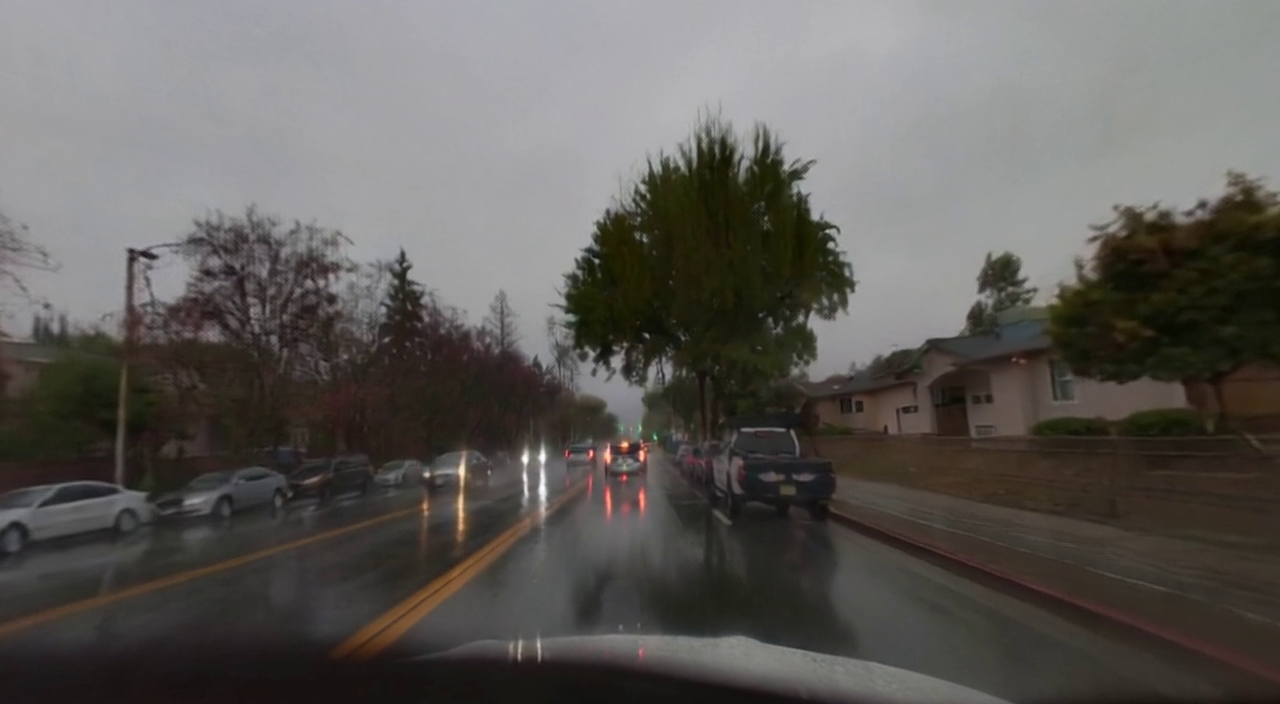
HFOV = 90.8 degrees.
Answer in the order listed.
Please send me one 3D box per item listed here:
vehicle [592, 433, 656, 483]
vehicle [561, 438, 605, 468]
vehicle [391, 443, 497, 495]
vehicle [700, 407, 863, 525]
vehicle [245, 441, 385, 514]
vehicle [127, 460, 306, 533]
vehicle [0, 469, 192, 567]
[{"bbox_3d":[-0.543,3.710,22.411,2.041,1.575,4.304,0,-8,-1],"label":"vehicle"},{"bbox_3d":[-3.095,5.634,35.387,2.117,1.528,4.277,0,-8,-1],"label":"vehicle"},{"bbox_3d":[-6.442,3.856,21.405,1.998,1.518,4.817,-1,-8,1],"label":"vehicle"},{"bbox_3d":[2.492,2.167,12.529,2.119,1.884,4.567,0,-8,0],"label":"vehicle"},{"bbox_3d":[-12.277,4.684,24.509,2.249,2.093,6.297,-8,-7,-3],"label":"vehicle"},{"bbox_3d":[-12.112,4.112,18.610,2.047,1.497,4.949,-4,-8,-2],"label":"vehicle"},{"bbox_3d":[-12.409,3.436,13.468,2.050,1.518,5.115,-3,-8,0],"label":"vehicle"}]
